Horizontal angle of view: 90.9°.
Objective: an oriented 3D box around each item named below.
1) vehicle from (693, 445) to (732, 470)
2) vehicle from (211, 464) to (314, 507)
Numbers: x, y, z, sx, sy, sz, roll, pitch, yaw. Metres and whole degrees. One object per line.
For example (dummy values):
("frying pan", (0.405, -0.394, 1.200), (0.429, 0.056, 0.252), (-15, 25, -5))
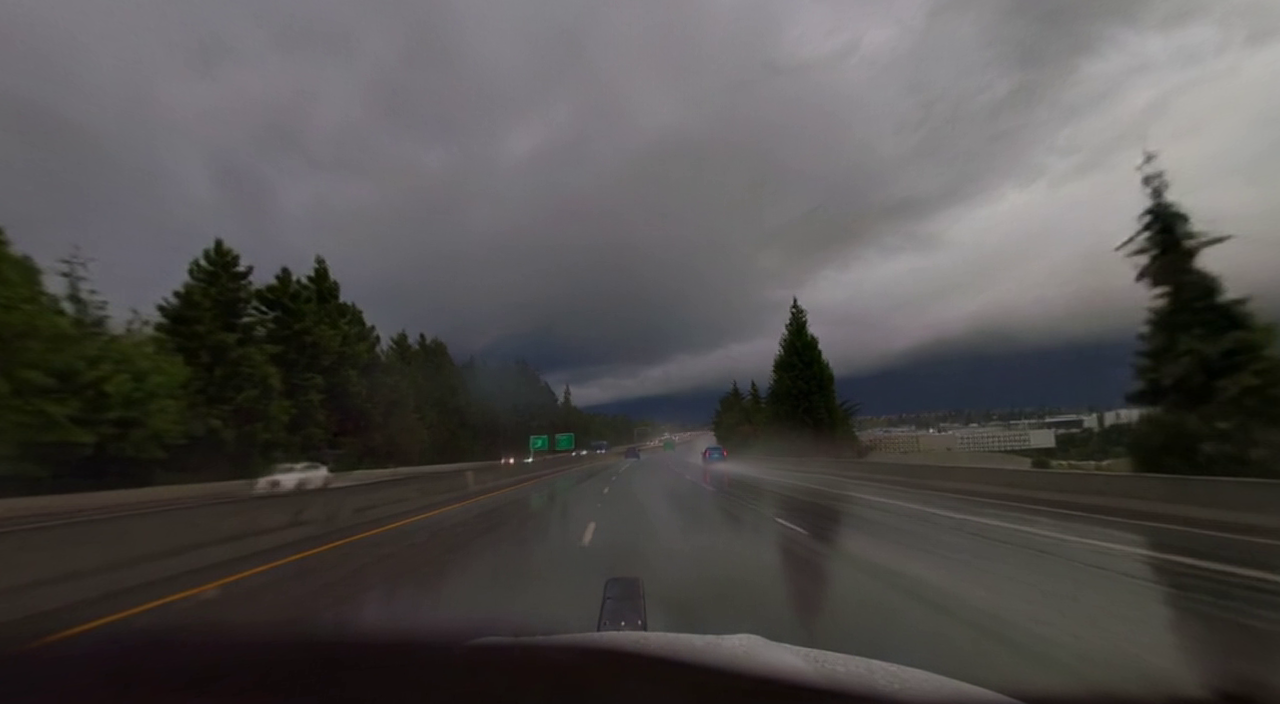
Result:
("vehicle", (4.867, 7.203, 43.073), (2.175, 1.574, 3.943), (0, -9, 0))
("vehicle", (-17.383, 6.132, 29.298), (2.070, 1.754, 4.268), (0, -9, 0))
